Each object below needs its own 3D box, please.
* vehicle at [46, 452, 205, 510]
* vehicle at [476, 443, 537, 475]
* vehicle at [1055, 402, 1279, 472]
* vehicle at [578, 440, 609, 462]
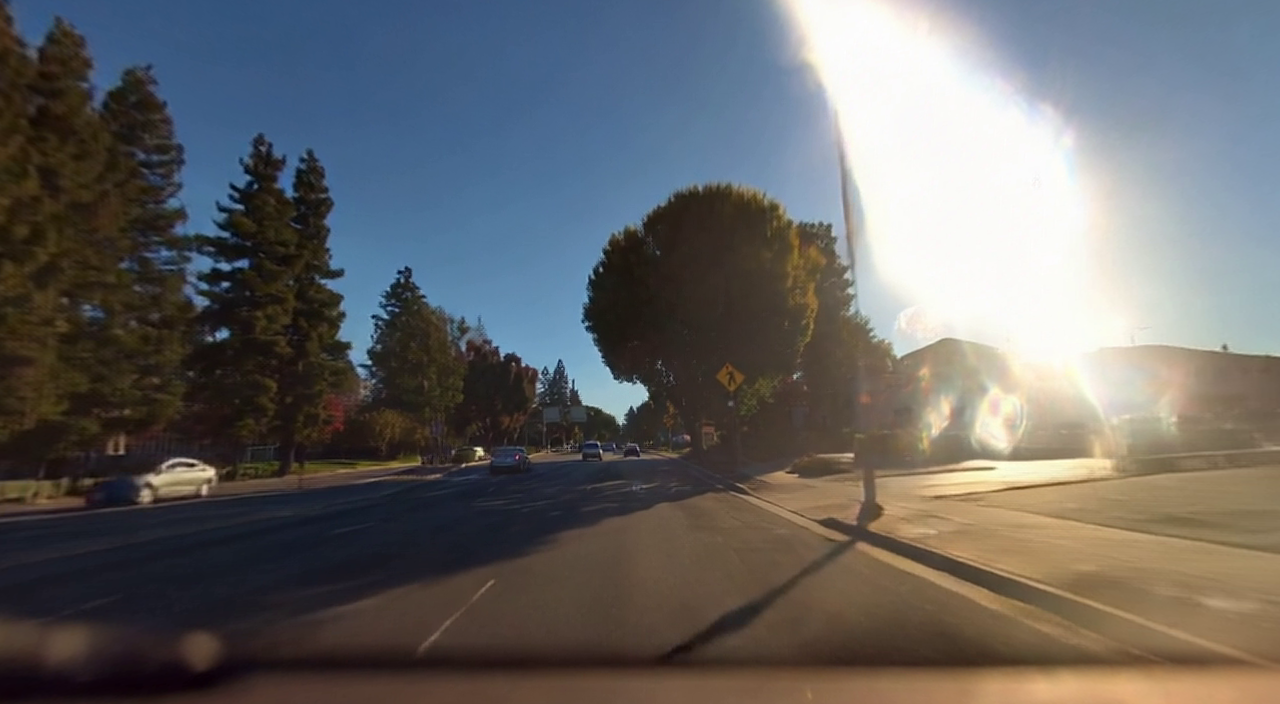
[{"bbox_3d":[-17.907,4.449,22.264,1.902,1.747,4.380,0,-8,0],"label":"vehicle"},{"bbox_3d":[-6.439,5.209,30.895,2.072,1.427,4.328,0,-8,0],"label":"vehicle"},{"bbox_3d":[12.744,2.072,15.176,4.148,1.507,1.840,-3,-9,18],"label":"vehicle"},{"bbox_3d":[-3.604,7.795,49.551,2.100,1.661,3.837,0,-8,0],"label":"vehicle"}]
